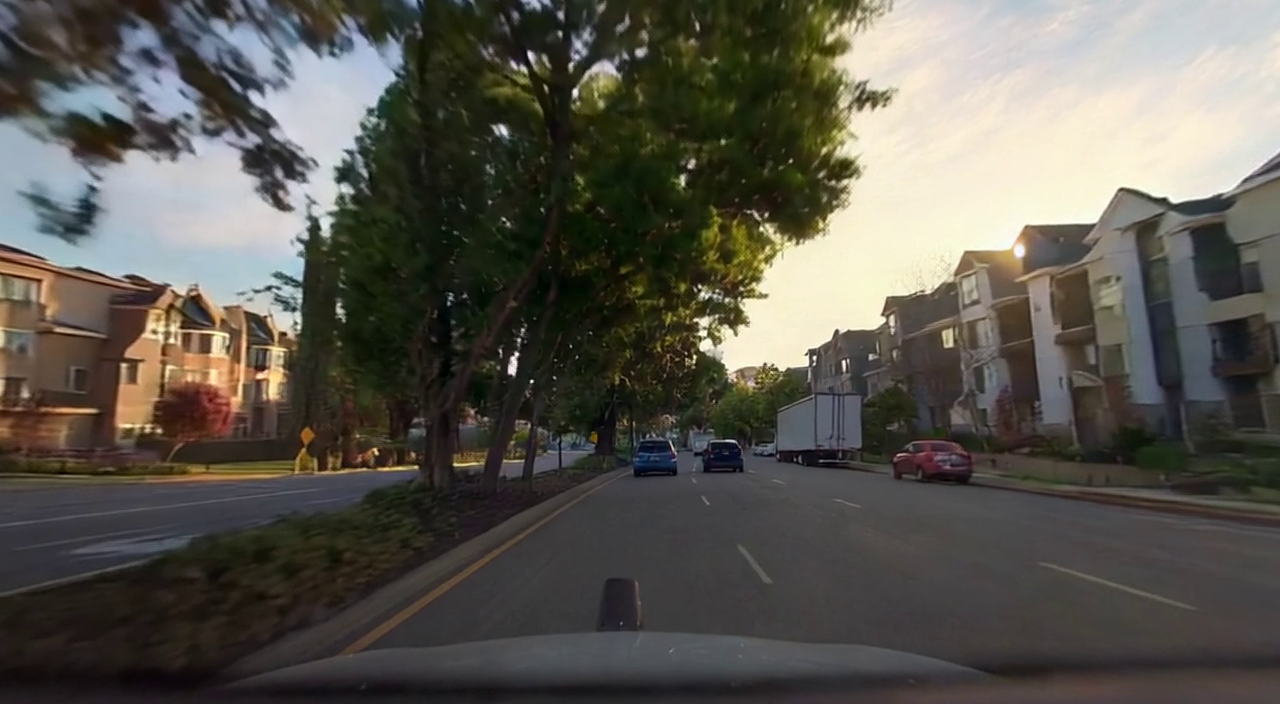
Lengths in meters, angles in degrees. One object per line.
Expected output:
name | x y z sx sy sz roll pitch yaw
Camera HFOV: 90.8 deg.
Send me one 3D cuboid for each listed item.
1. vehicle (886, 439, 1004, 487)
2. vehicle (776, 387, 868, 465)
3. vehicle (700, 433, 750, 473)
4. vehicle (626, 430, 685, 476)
vehicle | 10.576 3.873 22.401 1.901 1.496 4.948 0 -9 3
vehicle | 12.172 5.509 44.480 2.854 4.374 17.734 -1 -9 5
vehicle | 4.148 4.996 31.473 2.033 1.823 4.409 0 -9 2
vehicle | 0.735 4.458 27.992 2.345 1.841 5.032 0 -9 3
